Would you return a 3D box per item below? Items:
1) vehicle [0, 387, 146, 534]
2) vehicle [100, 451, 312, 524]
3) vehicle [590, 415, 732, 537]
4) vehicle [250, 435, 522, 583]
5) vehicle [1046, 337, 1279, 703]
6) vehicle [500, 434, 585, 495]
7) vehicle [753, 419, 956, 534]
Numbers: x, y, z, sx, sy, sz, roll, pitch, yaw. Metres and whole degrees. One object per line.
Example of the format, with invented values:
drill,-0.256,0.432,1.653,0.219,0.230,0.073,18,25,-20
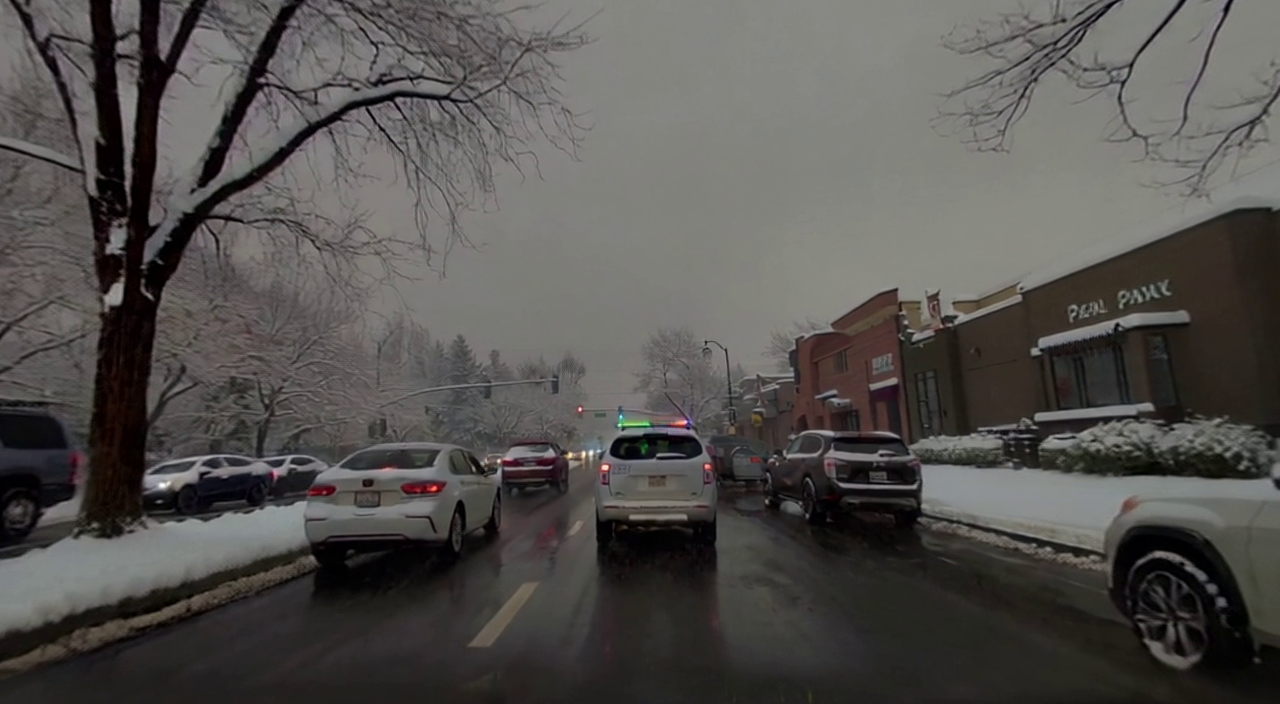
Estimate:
vehicle,-14.444,2.112,11.901,2.646,2.977,9.228,-1,-7,1
vehicle,-10.671,3.321,16.088,2.041,1.500,4.684,-1,-8,1
vehicle,0.297,2.114,11.292,2.075,1.770,4.018,0,-8,0
vehicle,-2.988,1.914,8.583,1.908,1.474,4.257,0,-8,0
vehicle,4.057,0.734,2.081,1.987,1.877,5.330,0,-8,2
vehicle,-3.125,3.729,21.280,2.135,1.806,4.514,0,-8,0
vehicle,4.061,2.481,13.339,2.038,1.865,5.786,0,-8,-2
